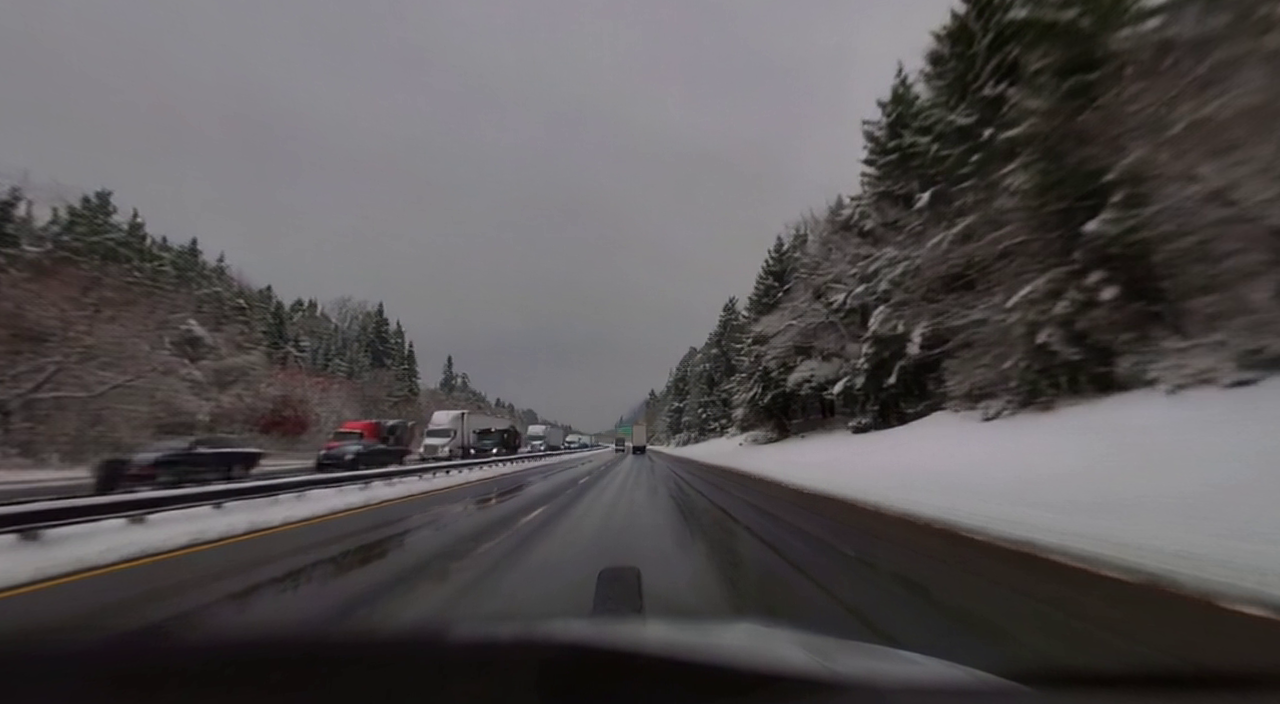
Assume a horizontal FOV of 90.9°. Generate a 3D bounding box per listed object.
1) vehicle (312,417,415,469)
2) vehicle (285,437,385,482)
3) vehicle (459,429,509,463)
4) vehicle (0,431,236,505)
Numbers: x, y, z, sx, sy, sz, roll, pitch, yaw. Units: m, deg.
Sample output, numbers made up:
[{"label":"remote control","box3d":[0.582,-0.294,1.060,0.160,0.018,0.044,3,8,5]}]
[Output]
[{"label":"vehicle","box3d":[-16.838,5.674,39.173,2.790,2.882,7.737,0,-9,1]},{"label":"vehicle","box3d":[-12.459,4.413,26.117,1.966,1.662,4.366,0,-9,0]},{"label":"vehicle","box3d":[-11.709,7.110,47.710,2.308,2.426,5.240,0,-9,1]},{"label":"vehicle","box3d":[-12.628,2.816,15.733,2.140,1.563,4.347,0,-9,0]}]
